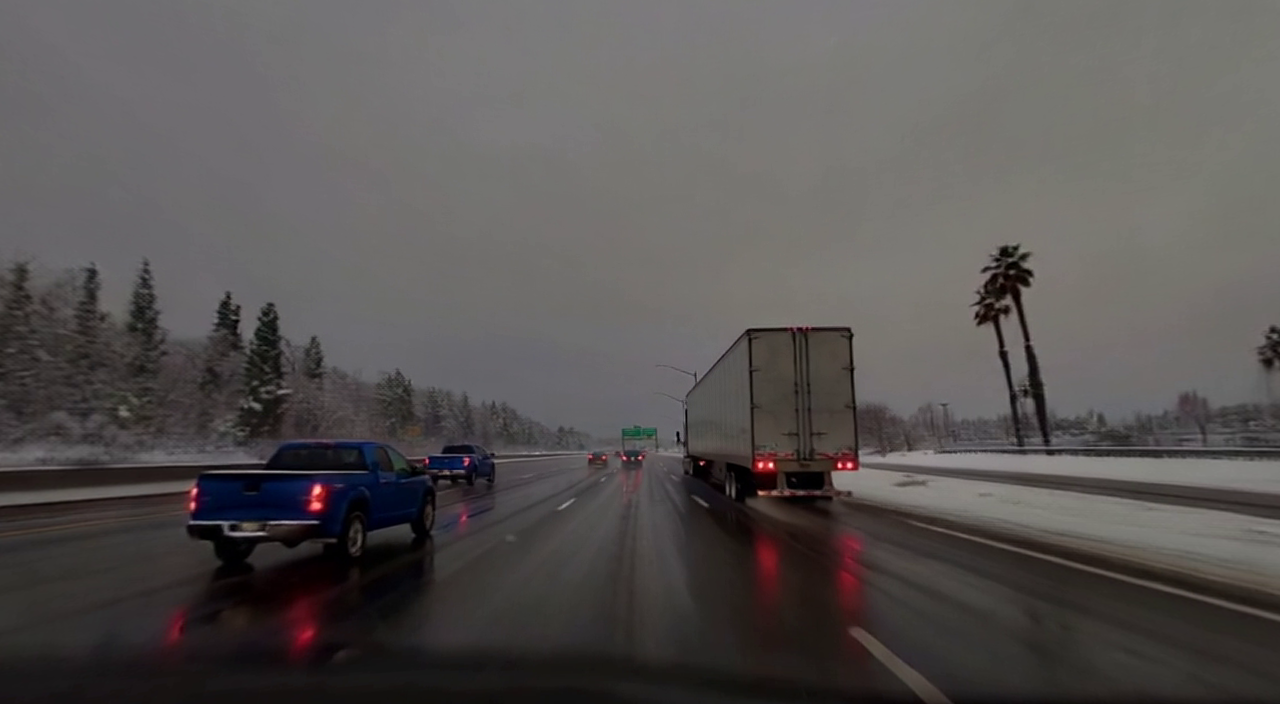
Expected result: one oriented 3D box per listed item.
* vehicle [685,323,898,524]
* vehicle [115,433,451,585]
[{"bbox_3d":[3.664,2.651,21.124,2.891,4.123,16.415,0,-9,-1],"label":"vehicle"},{"bbox_3d":[-4.289,1.922,8.572,2.120,1.537,4.139,0,-9,0],"label":"vehicle"}]
